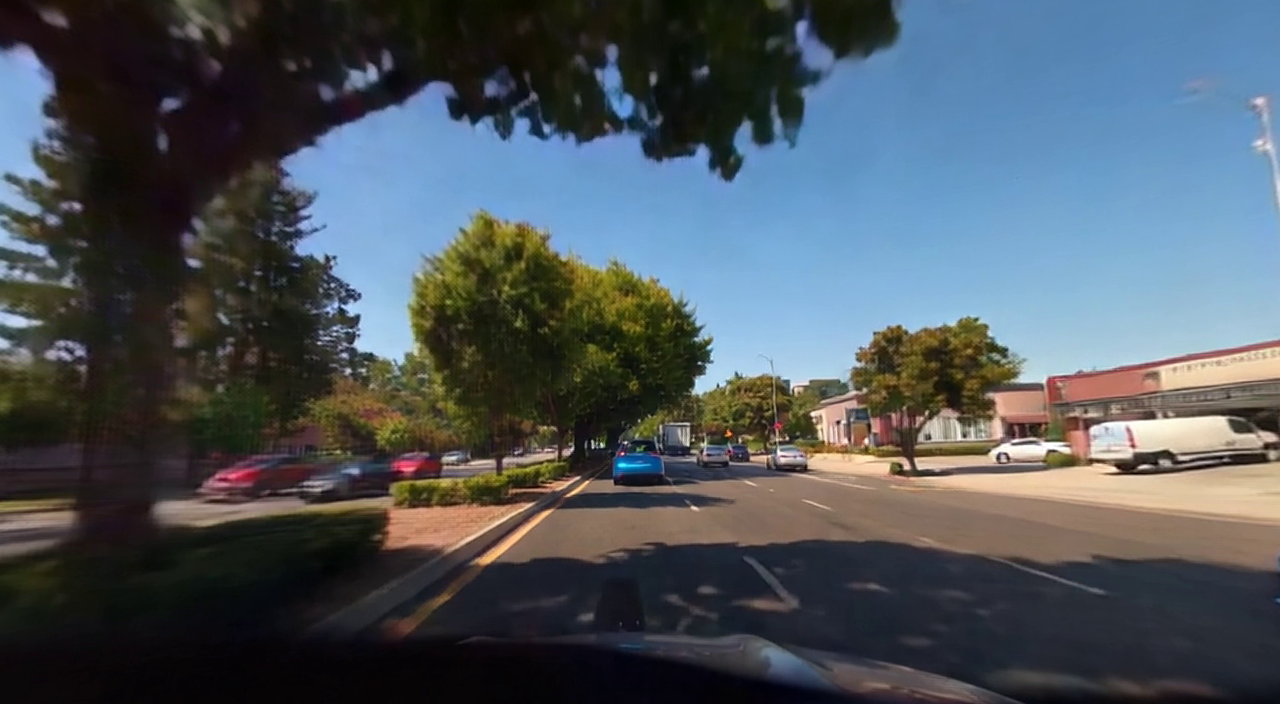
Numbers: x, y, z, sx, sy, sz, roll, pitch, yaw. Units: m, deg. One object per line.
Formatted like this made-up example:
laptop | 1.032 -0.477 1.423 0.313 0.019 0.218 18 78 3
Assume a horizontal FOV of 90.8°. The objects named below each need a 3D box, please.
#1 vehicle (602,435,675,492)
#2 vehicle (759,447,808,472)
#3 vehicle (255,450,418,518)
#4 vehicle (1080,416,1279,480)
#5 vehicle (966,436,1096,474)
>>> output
vehicle | -0.083 3.809 21.934 2.266 1.762 4.131 0 -9 -1
vehicle | 9.127 6.870 40.557 2.045 1.484 4.342 0 -9 -2
vehicle | -7.750 3.368 16.777 1.948 1.508 4.749 0 -9 0
vehicle | 19.711 3.461 22.808 5.677 2.171 2.393 0 -9 4
vehicle | 19.485 5.133 31.634 4.932 1.514 2.327 -3 -8 -5
